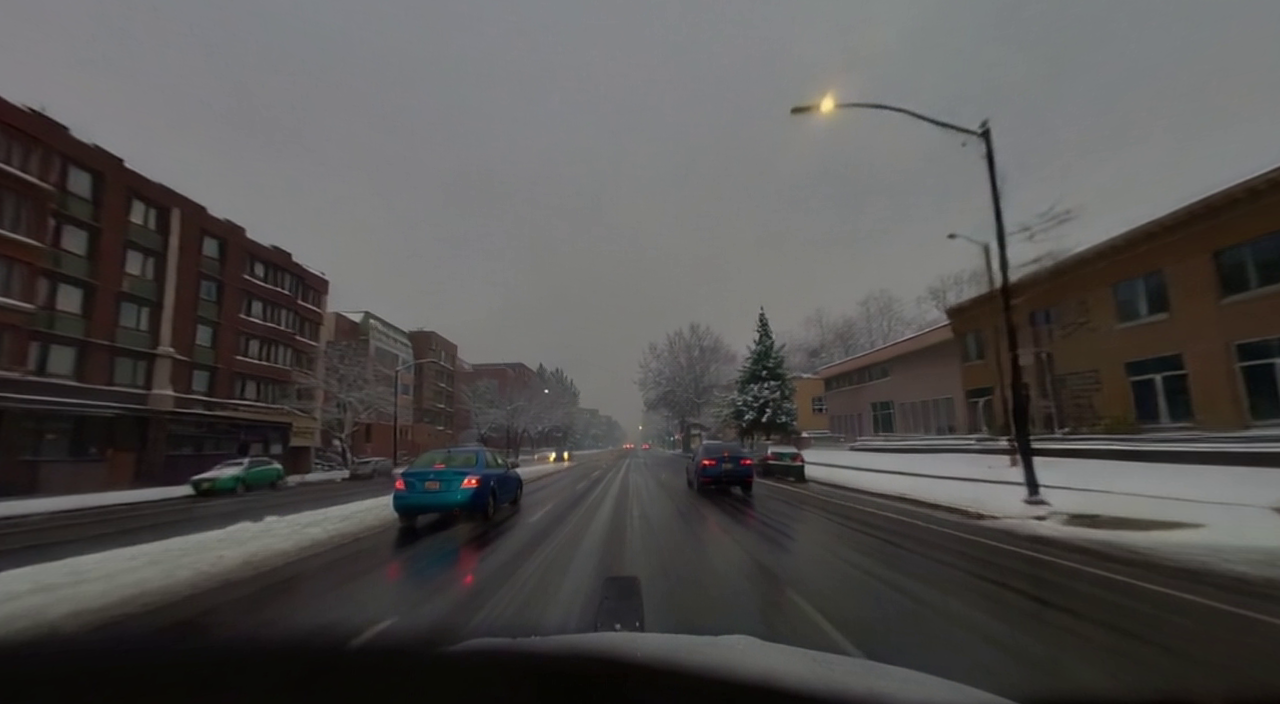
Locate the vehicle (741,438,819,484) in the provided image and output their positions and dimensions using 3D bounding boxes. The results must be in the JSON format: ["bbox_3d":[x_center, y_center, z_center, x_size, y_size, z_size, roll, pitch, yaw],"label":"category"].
[{"bbox_3d":[5.919,4.667,27.457,2.085,1.782,5.258,0,-9,-1],"label":"vehicle"}]

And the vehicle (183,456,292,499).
[{"bbox_3d":[-18.205,5.651,28.871,2.003,1.699,4.524,-2,-9,-1],"label":"vehicle"}]

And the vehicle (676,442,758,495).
[{"bbox_3d":[2.318,3.654,20.280,1.978,1.471,4.426,0,-9,-1],"label":"vehicle"}]

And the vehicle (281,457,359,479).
[{"bbox_3d":[-24.182,8.779,47.877,4.816,1.482,1.995,-1,-9,3],"label":"vehicle"}]

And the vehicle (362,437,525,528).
[{"bbox_3d":[-3.744,2.544,12.916,2.062,1.527,4.044,0,-9,0],"label":"vehicle"}]
